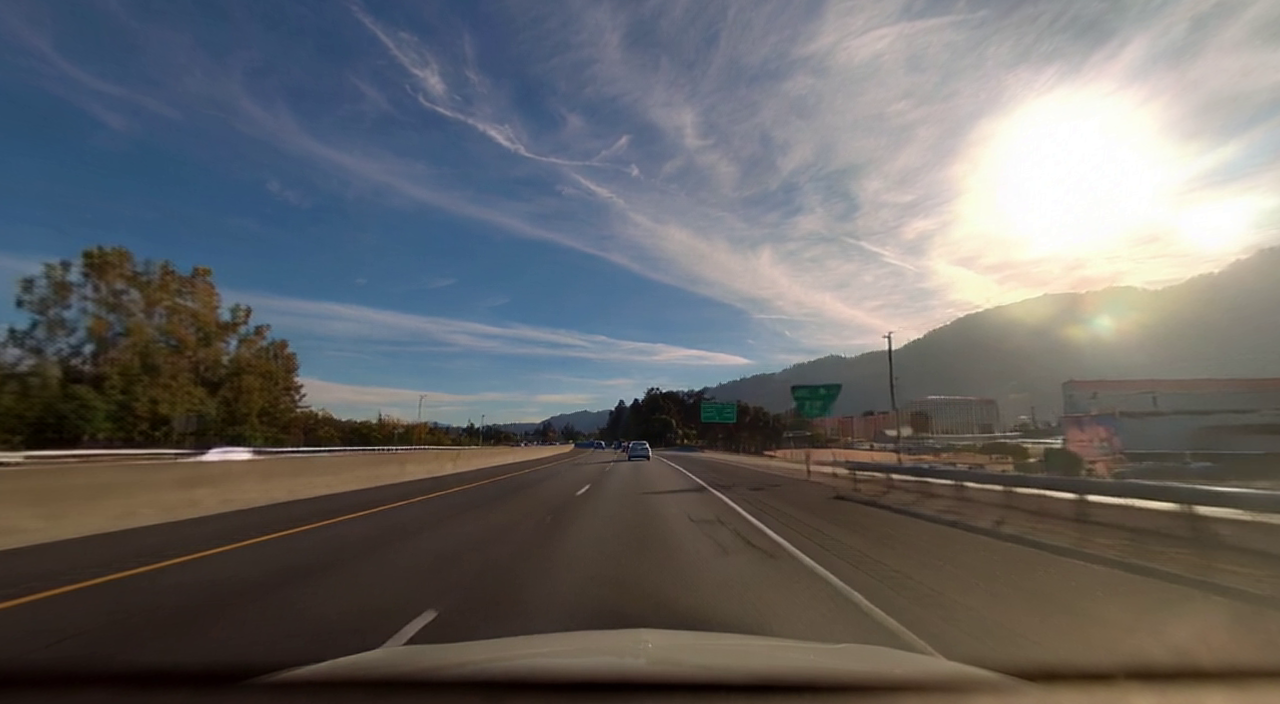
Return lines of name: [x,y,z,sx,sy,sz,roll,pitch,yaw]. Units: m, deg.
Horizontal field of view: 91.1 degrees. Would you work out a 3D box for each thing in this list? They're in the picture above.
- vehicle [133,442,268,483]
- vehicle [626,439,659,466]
vehicle: [-17.389,4.351,25.183,1.944,1.469,4.819,0,-8,0]
vehicle: [0.089,6.487,40.779,2.029,1.666,4.064,0,-8,-1]
